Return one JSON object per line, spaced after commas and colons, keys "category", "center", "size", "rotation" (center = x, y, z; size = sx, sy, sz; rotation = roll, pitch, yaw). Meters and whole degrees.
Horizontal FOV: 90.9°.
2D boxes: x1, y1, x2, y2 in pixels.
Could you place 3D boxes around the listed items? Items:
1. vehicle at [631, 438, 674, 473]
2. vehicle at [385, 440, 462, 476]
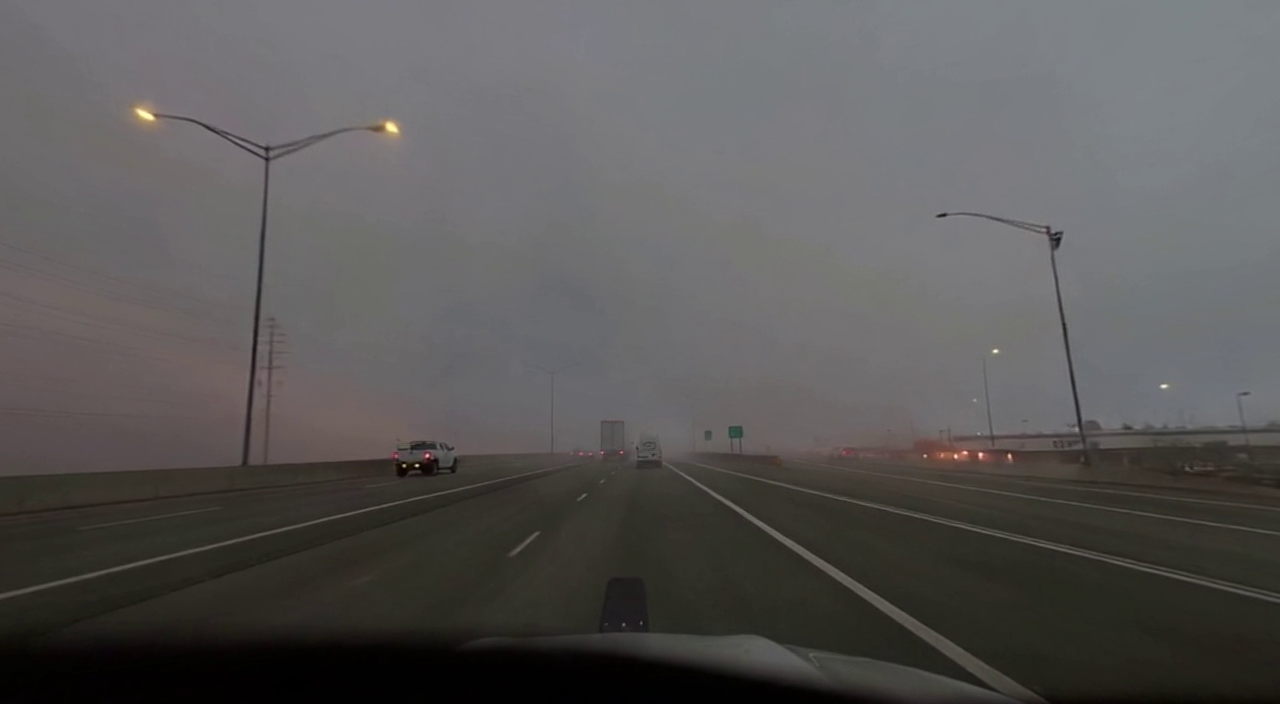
{"category": "vehicle", "center": [0.664, 5.767, 35.451], "size": [2.279, 1.837, 4.747], "rotation": [0, -8, 0]}
{"category": "vehicle", "center": [-10.839, 5.327, 31.982], "size": [2.097, 1.673, 4.730], "rotation": [0, -8, 2]}
